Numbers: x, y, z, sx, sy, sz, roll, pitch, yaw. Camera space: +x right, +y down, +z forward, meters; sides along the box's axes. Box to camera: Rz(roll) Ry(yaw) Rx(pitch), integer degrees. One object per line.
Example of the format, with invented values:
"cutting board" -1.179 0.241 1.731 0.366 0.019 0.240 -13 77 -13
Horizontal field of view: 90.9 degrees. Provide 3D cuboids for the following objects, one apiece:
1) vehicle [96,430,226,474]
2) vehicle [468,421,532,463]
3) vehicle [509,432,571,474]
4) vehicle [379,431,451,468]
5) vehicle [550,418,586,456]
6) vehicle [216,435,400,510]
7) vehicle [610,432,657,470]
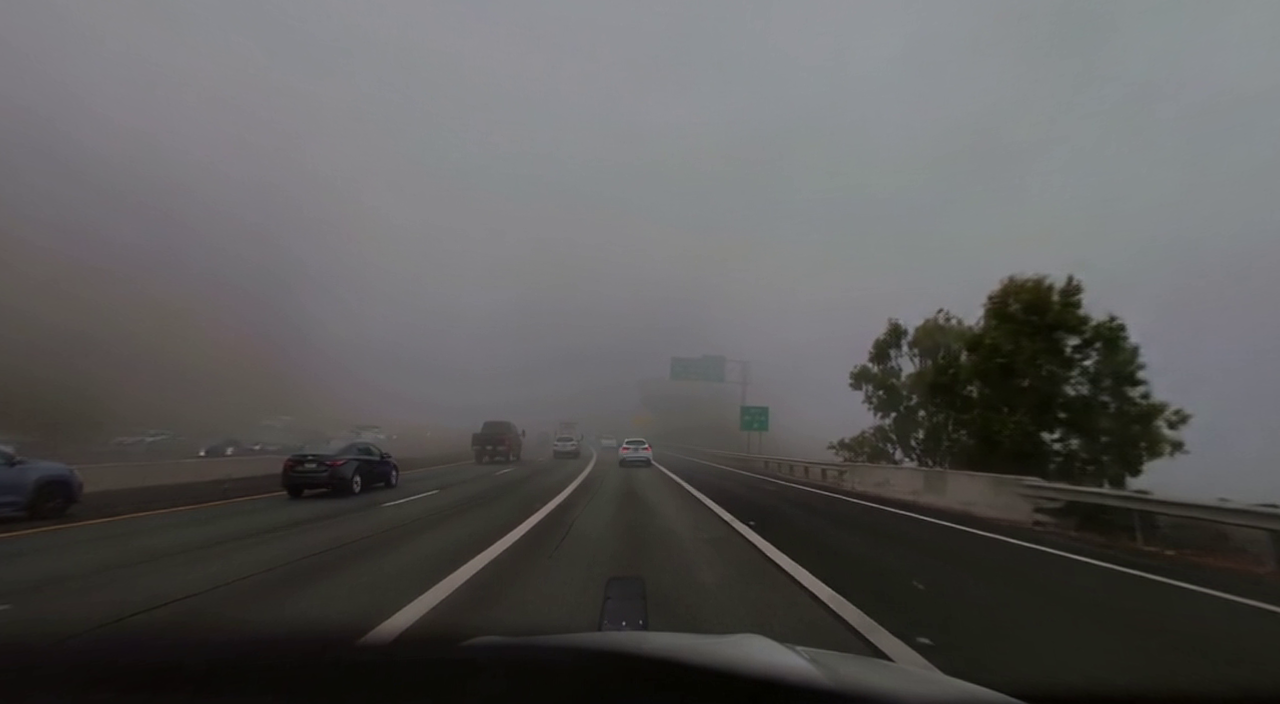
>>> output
"vehicle" -19.639 4.105 26.176 1.931 1.643 4.533 0 -8 -3
"vehicle" -8.619 5.656 39.595 2.773 2.402 6.232 0 -8 -2
"vehicle" -4.152 4.250 26.781 2.005 1.631 4.295 0 -8 -1
"vehicle" -11.833 5.152 33.559 2.079 1.807 5.187 0 -8 -2
"vehicle" -5.413 6.520 48.077 2.279 2.672 5.256 0 -8 -2
"vehicle" -7.496 2.738 14.855 1.896 1.465 4.399 0 -8 0
"vehicle" -0.364 4.662 29.986 2.092 1.671 3.772 0 -8 -2
